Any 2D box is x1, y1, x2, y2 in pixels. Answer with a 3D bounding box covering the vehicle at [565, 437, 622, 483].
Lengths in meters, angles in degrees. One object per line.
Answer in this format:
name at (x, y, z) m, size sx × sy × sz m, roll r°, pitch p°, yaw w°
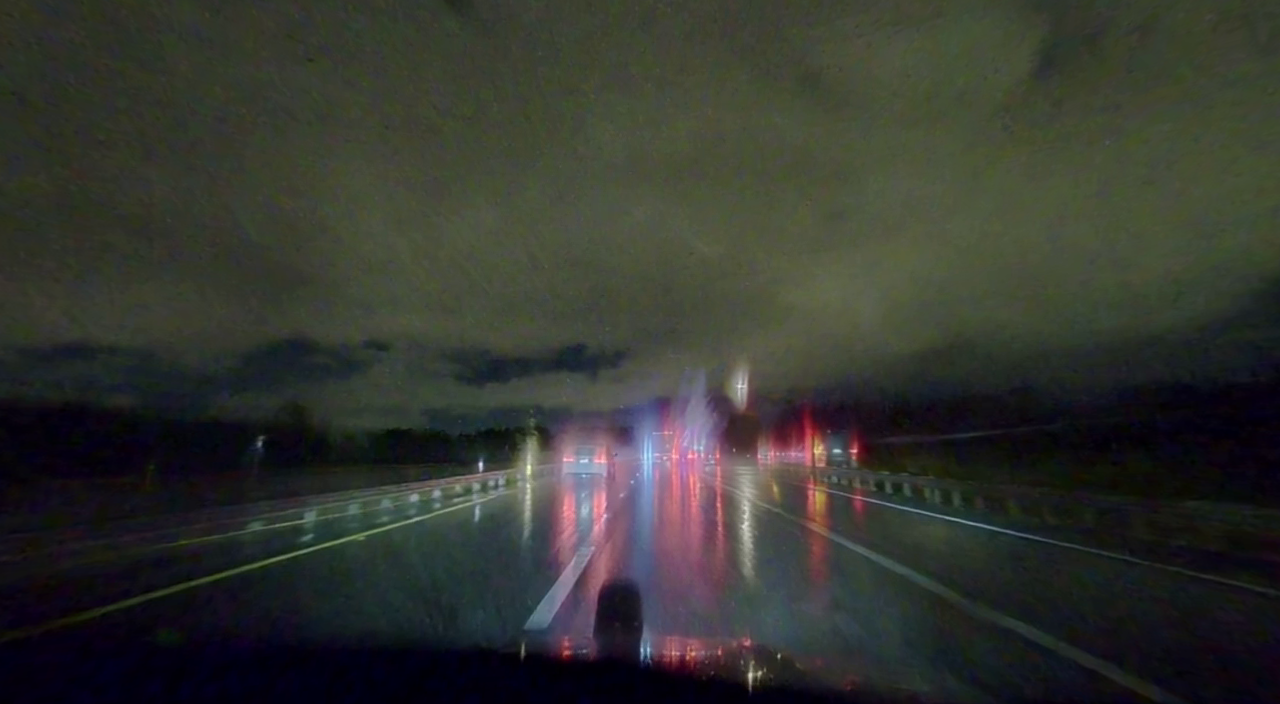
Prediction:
vehicle at (-2.168, 5.268, 30.888) m, size 2.271 × 2.049 × 4.894 m, roll -1°, pitch -9°, yaw 2°
